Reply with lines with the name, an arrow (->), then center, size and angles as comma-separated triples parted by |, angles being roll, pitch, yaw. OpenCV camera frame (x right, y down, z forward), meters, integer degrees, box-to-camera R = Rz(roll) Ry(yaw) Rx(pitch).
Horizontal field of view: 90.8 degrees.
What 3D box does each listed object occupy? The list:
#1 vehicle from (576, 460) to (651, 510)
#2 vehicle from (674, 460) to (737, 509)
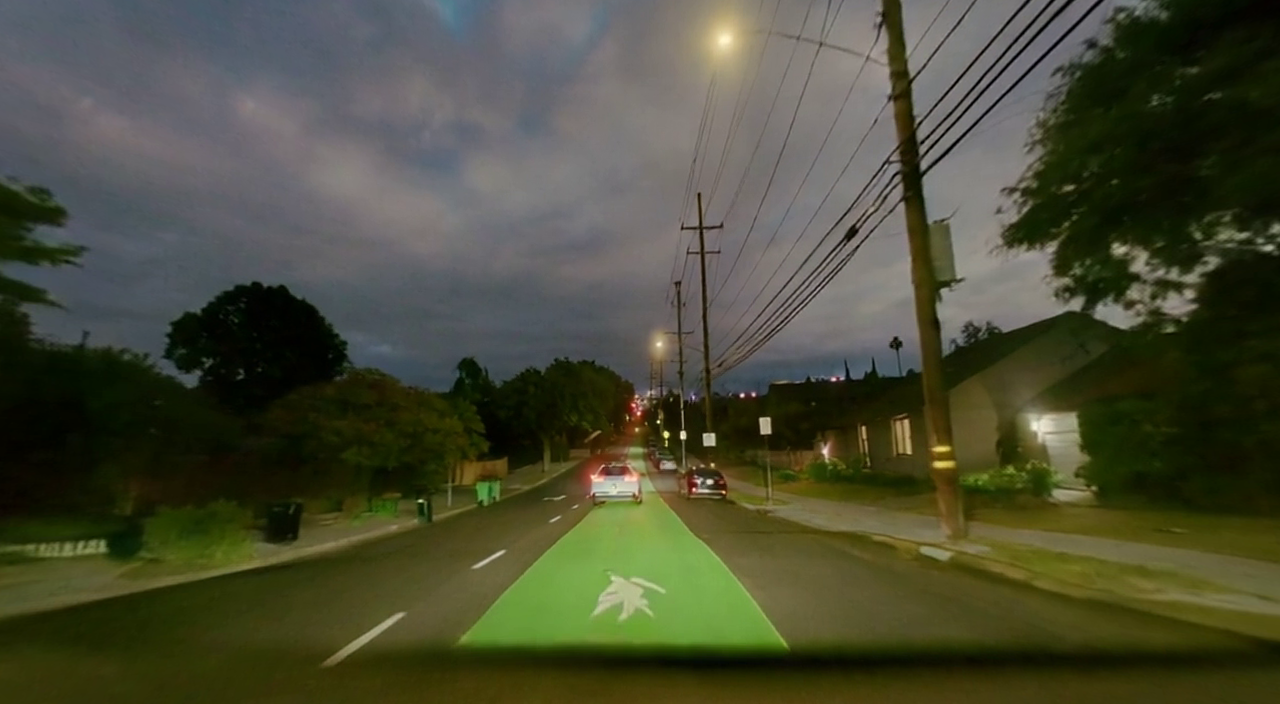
vehicle -> -0.838, 4.694, 22.723 | 2.235, 1.500, 4.496 | -1, -8, 3
vehicle -> 2.559, 5.306, 25.706 | 1.909, 1.694, 4.472 | 0, -8, -2
